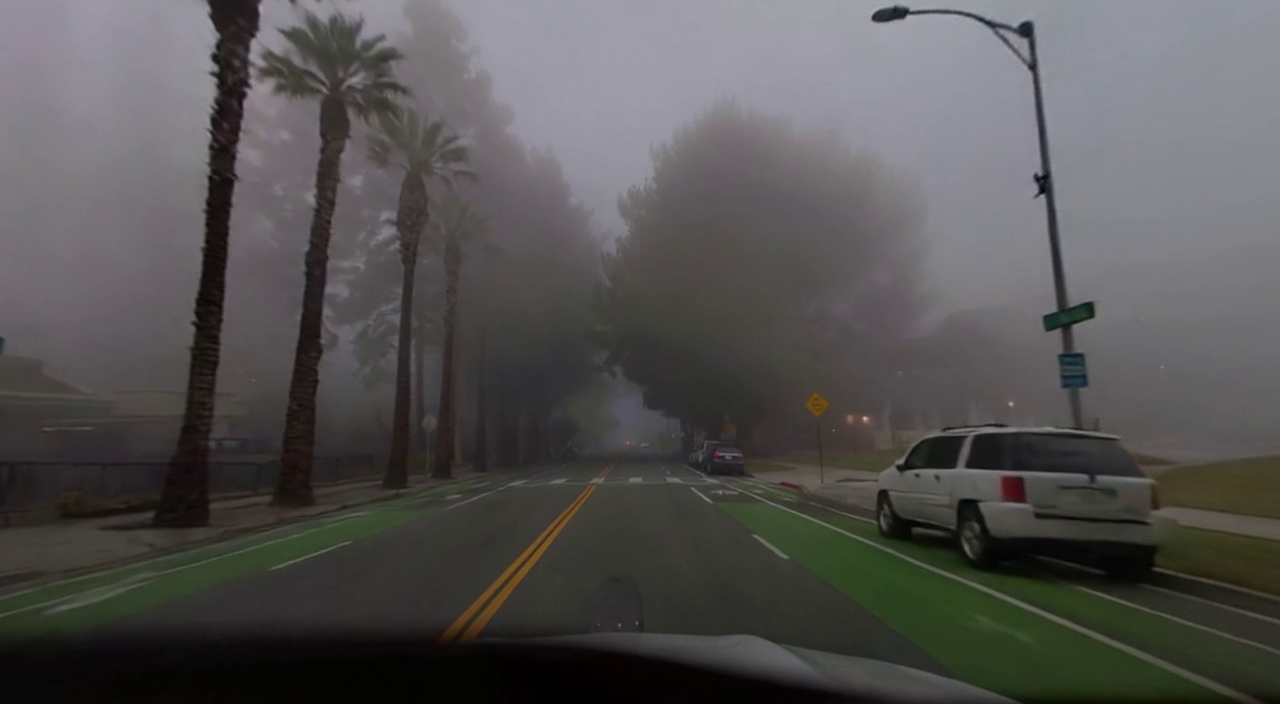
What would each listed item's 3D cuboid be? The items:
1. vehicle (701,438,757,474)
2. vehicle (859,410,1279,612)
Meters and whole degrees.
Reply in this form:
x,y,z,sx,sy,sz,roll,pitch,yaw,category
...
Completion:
x,y,z,sx,sy,sz,roll,pitch,yaw,category
4.316,5.104,31.315,1.997,1.640,4.494,0,-8,-1,vehicle
4.750,1.741,7.981,2.144,1.720,4.794,0,-8,-1,vehicle
